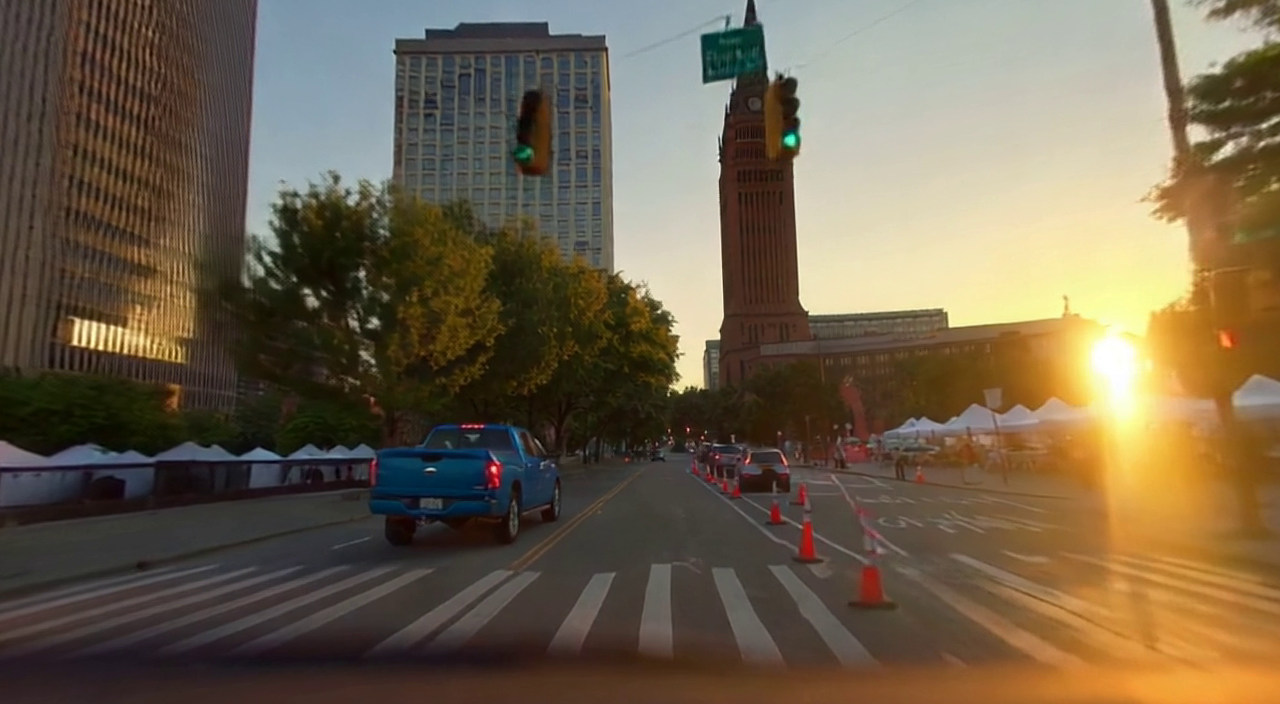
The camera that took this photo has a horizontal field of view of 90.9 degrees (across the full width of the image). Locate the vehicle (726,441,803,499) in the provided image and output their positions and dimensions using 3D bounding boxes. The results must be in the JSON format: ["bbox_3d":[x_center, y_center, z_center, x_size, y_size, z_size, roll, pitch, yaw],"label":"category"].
[{"bbox_3d":[3.790,3.674,19.882,2.023,1.607,4.225,-2,-9,7],"label":"vehicle"}]

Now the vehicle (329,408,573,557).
[{"bbox_3d":[-2.841,2.210,11.340,2.452,1.954,5.653,-1,-9,2],"label":"vehicle"}]

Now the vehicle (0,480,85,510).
[{"bbox_3d":[-44.631,10.590,46.970,2.038,1.810,5.702,1,-9,-9],"label":"vehicle"}]
